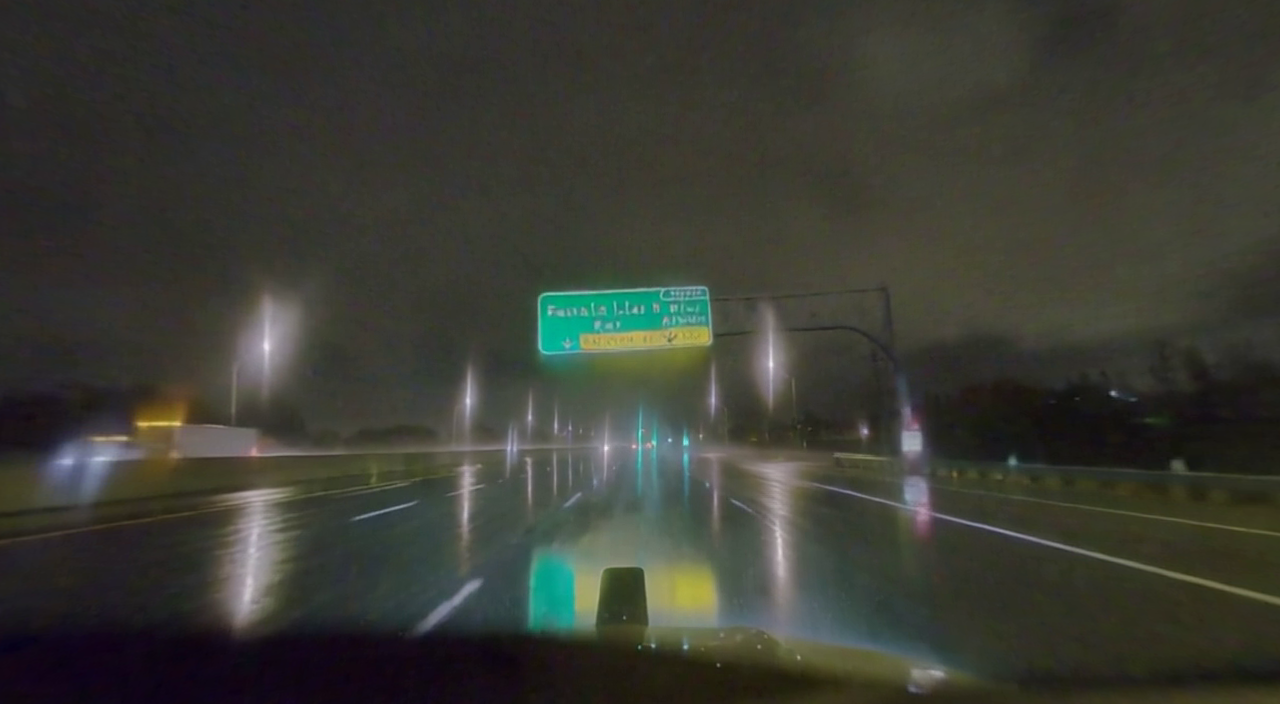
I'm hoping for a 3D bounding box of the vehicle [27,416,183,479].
[{"bbox_3d":[-35.661,6.422,42.674,3.032,3.792,8.384,0,-8,0],"label":"vehicle"}]
